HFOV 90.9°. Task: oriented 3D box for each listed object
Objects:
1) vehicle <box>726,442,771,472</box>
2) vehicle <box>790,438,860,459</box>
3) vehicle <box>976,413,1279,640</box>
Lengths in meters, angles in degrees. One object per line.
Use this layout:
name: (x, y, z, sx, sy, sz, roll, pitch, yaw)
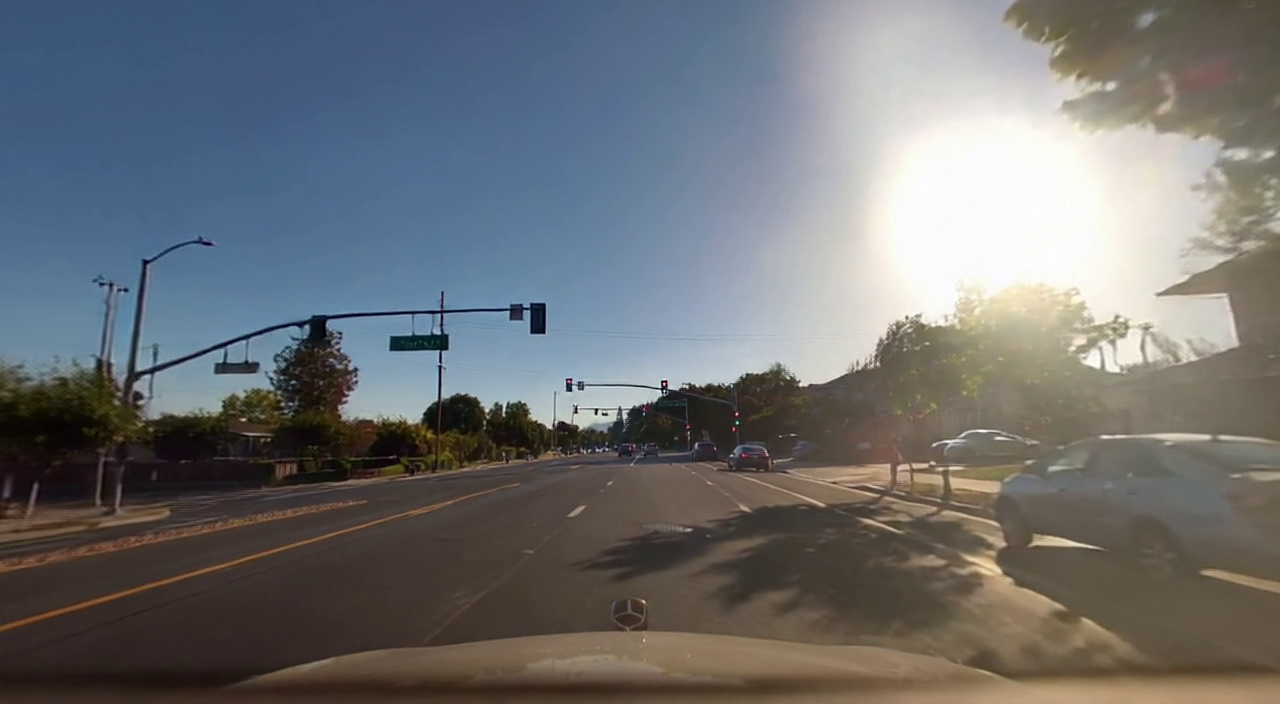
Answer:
vehicle: (5.947, 5.797, 35.089, 1.855, 1.520, 4.808, 0, -8, 2)
vehicle: (13.175, 6.872, 45.084, 4.461, 1.461, 1.805, 0, -8, 0)
vehicle: (5.490, 1.509, 6.415, 1.950, 1.567, 4.083, 0, -8, 2)
